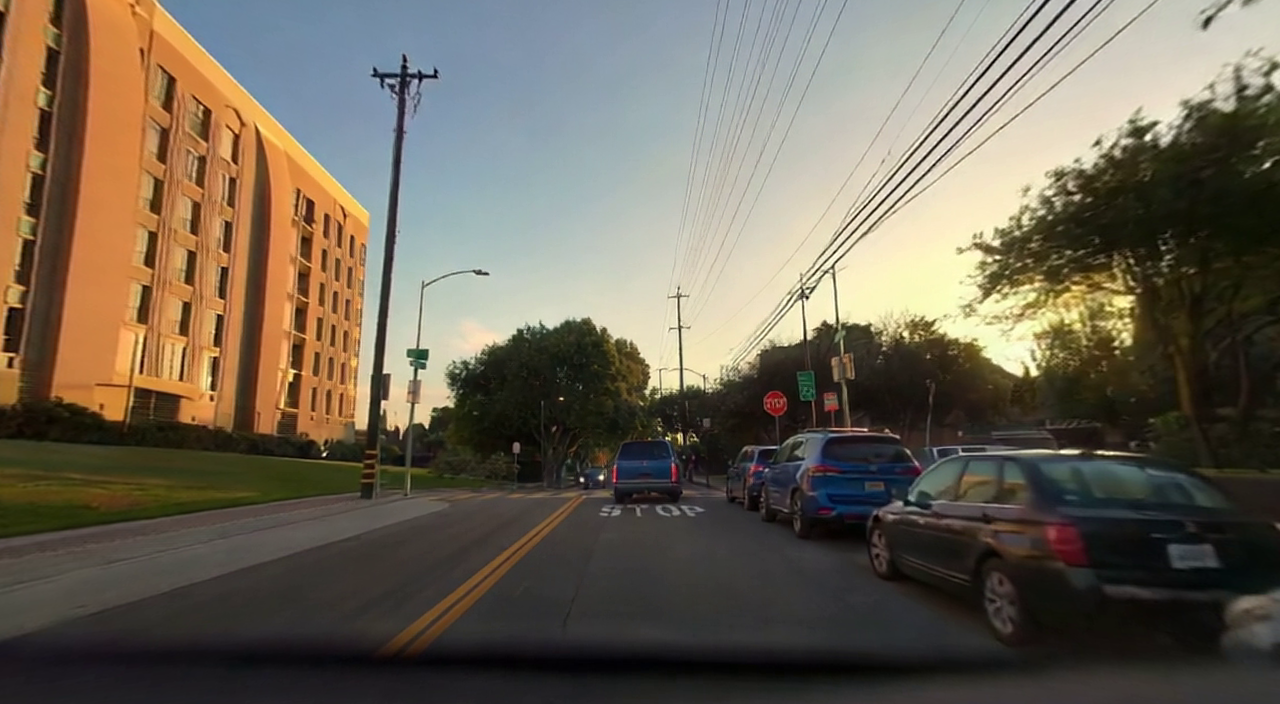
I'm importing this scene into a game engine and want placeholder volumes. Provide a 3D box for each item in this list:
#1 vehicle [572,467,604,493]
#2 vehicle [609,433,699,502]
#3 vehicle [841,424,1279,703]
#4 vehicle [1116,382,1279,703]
[{"bbox_3d":[-3.670,9.129,45.206,1.911,1.563,4.057,0,-8,0],"label":"vehicle"},{"bbox_3d":[0.583,3.440,19.340,2.214,1.789,4.872,-1,-8,7],"label":"vehicle"},{"bbox_3d":[3.395,1.428,5.436,1.828,1.476,3.984,0,-8,-3],"label":"vehicle"},{"bbox_3d":[3.305,0.700,0.878,2.041,1.581,4.089,0,-8,0],"label":"vehicle"}]
